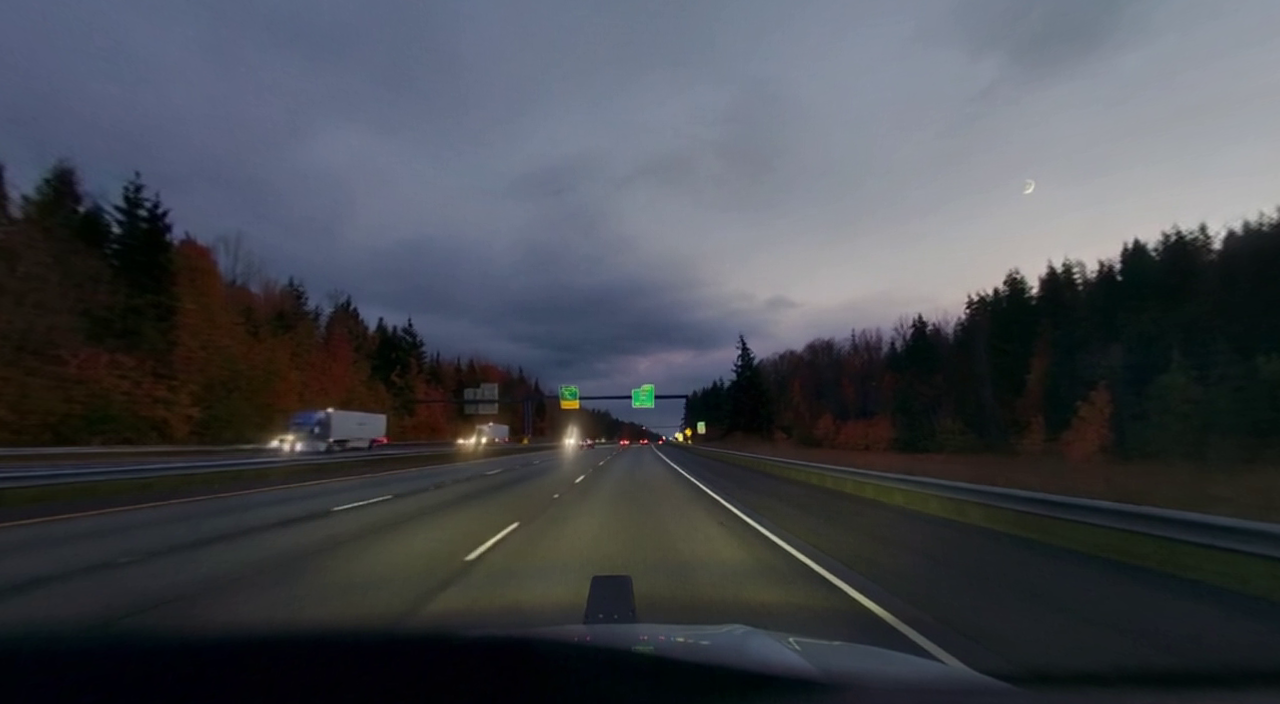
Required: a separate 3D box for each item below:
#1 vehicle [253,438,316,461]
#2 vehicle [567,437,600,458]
[{"bbox_3d":[-24.374,6.679,43.245,1.843,1.502,4.124,0,-8,1],"label":"vehicle"},{"bbox_3d":[-4.264,7.247,47.778,2.004,1.497,4.260,0,-8,1],"label":"vehicle"}]
